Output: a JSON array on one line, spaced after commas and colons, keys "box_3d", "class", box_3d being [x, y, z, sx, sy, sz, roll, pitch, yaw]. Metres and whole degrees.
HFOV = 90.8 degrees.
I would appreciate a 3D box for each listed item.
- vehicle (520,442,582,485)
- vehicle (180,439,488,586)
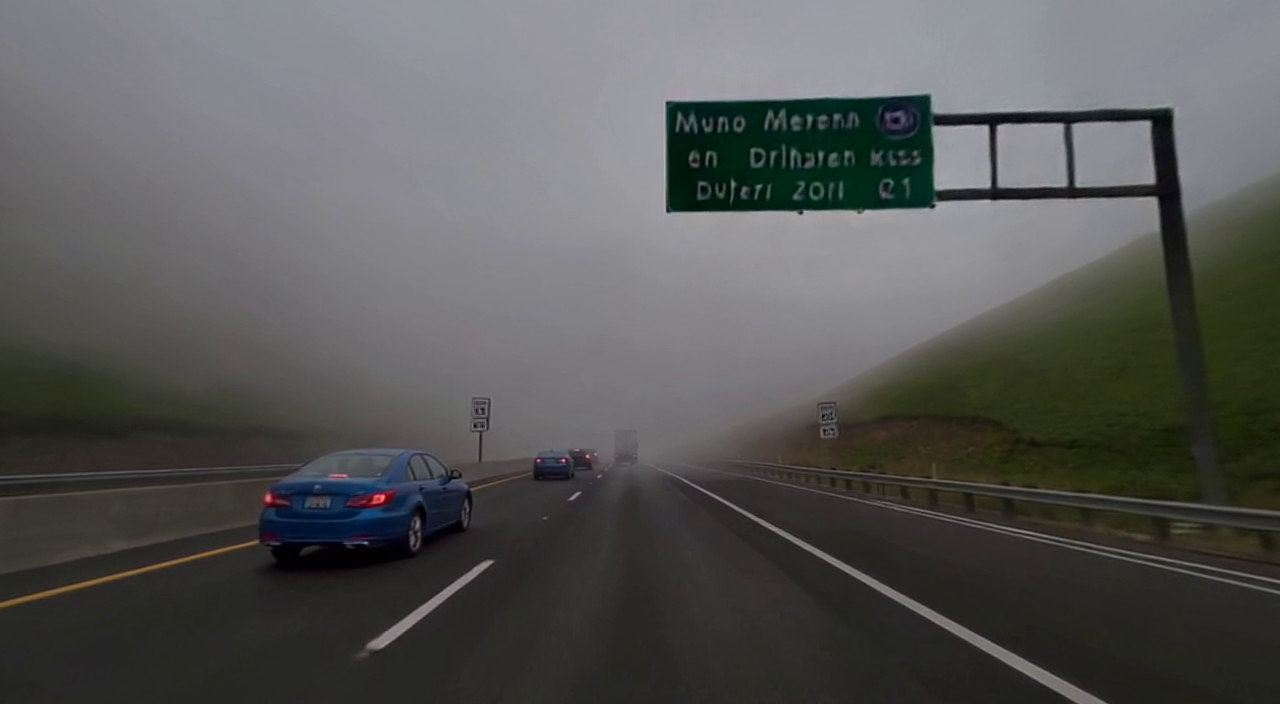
[{"box_3d": [-3.799, 4.820, 27.570, 2.073, 1.694, 4.162, 0, -9, 0], "class": "vehicle"}, {"box_3d": [-3.596, 1.960, 8.598, 1.988, 1.440, 4.504, 0, -9, -1], "class": "vehicle"}]
